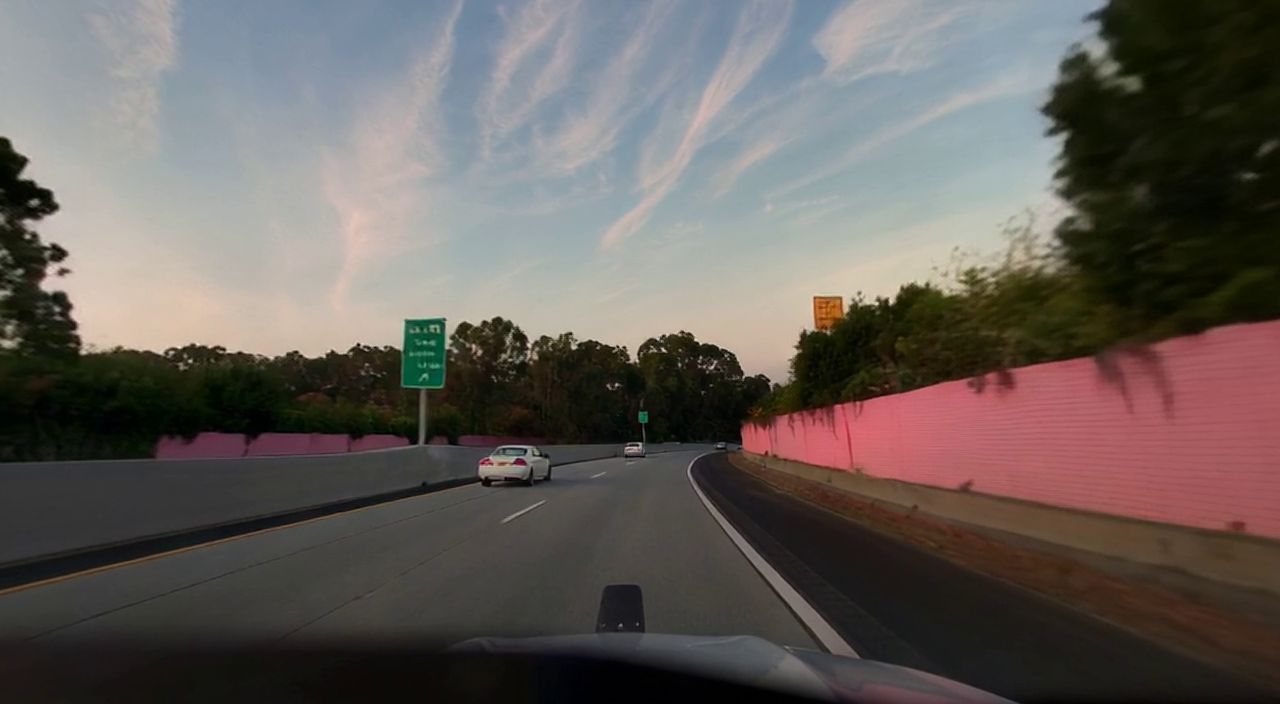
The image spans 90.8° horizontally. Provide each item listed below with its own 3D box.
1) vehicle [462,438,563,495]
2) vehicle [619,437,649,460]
[{"bbox_3d":[-3.490,3.209,18.089,1.746,1.405,4.339,0,-9,3],"label":"vehicle"},{"bbox_3d":[-0.443,7.575,49.733,1.833,1.697,3.984,-1,-9,7],"label":"vehicle"}]
